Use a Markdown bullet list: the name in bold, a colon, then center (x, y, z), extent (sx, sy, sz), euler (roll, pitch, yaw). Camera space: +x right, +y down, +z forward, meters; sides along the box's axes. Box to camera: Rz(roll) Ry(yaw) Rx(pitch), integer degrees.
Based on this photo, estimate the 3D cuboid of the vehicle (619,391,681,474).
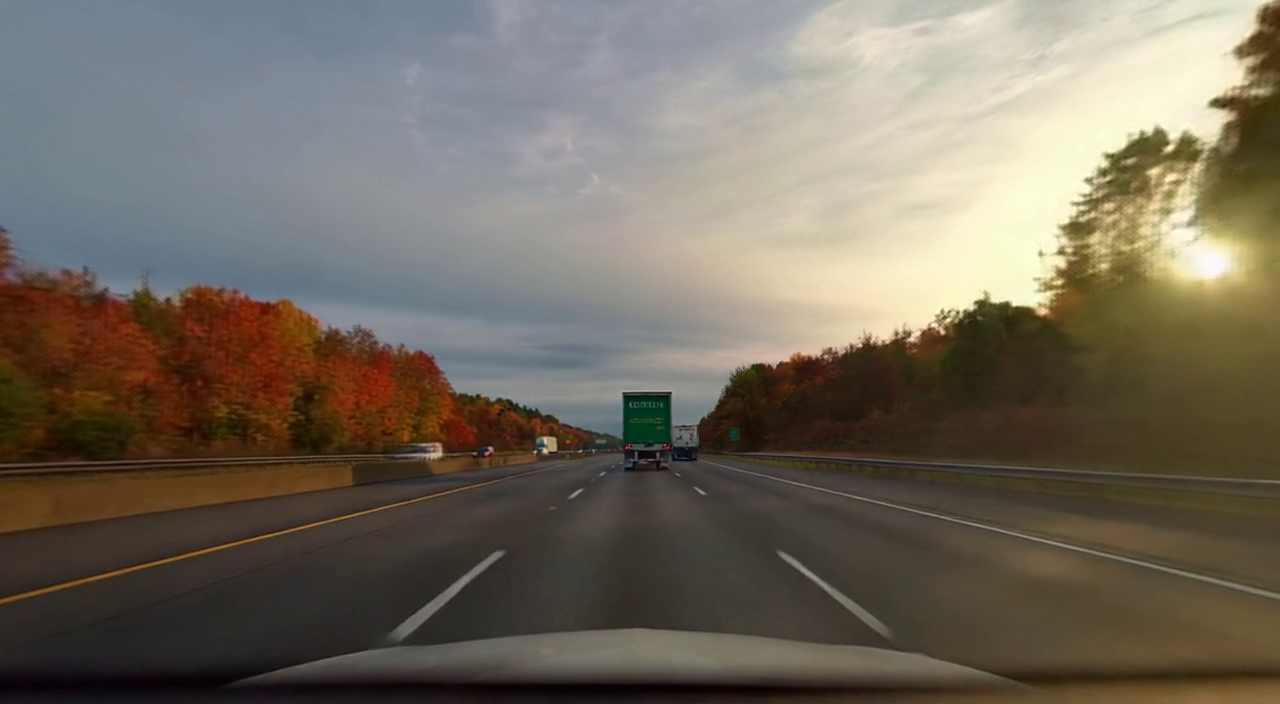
- **vehicle**: center (0.490, 4.819, 36.647), extent (3.057, 4.073, 10.792), euler (0, -9, 0)
